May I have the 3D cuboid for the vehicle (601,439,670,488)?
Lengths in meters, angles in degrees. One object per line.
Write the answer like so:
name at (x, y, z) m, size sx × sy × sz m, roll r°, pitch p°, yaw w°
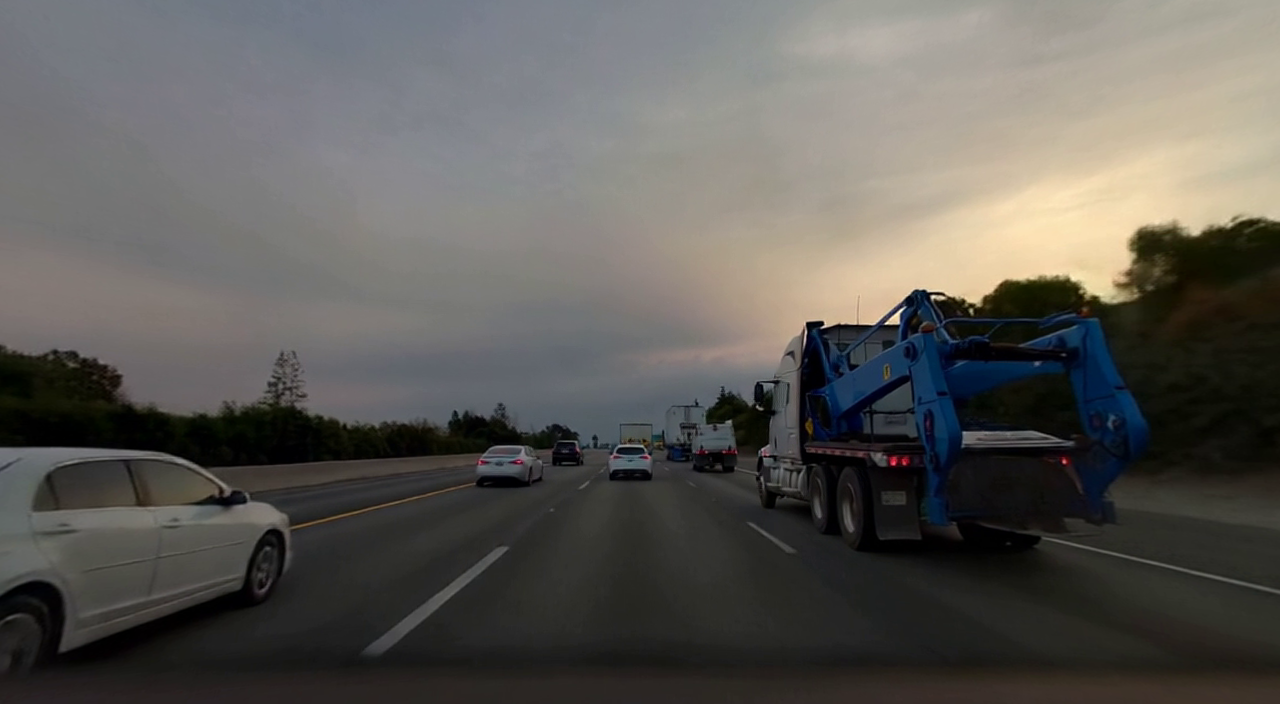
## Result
vehicle at (-0.206, 3.785, 21.603) m, size 2.150 × 1.498 × 3.988 m, roll 0°, pitch -9°, yaw -2°

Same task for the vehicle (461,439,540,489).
vehicle at (-4.721, 3.846, 21.776) m, size 1.858 × 1.527 × 3.974 m, roll 0°, pitch -9°, yaw -1°

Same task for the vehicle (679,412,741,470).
vehicle at (3.701, 4.970, 34.708) m, size 2.416 × 2.829 × 7.016 m, roll 0°, pitch -9°, yaw -2°

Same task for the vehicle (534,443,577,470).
vehicle at (-4.947, 6.191, 37.117) m, size 1.924 × 1.481 × 4.264 m, roll 0°, pitch -9°, yaw 0°

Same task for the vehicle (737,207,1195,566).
vehicle at (3.848, 0.914, 10.504) m, size 2.975 × 3.618 × 8.456 m, roll 0°, pitch -9°, yaw 0°

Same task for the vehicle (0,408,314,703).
vehicle at (-4.118, 1.125, 3.630) m, size 1.880 × 1.507 × 4.757 m, roll 0°, pitch -9°, yaw 0°

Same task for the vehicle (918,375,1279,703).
vehicle at (4.009, 0.981, 3.076) m, size 2.599 × 1.631 × 5.693 m, roll 0°, pitch -9°, yaw -1°
